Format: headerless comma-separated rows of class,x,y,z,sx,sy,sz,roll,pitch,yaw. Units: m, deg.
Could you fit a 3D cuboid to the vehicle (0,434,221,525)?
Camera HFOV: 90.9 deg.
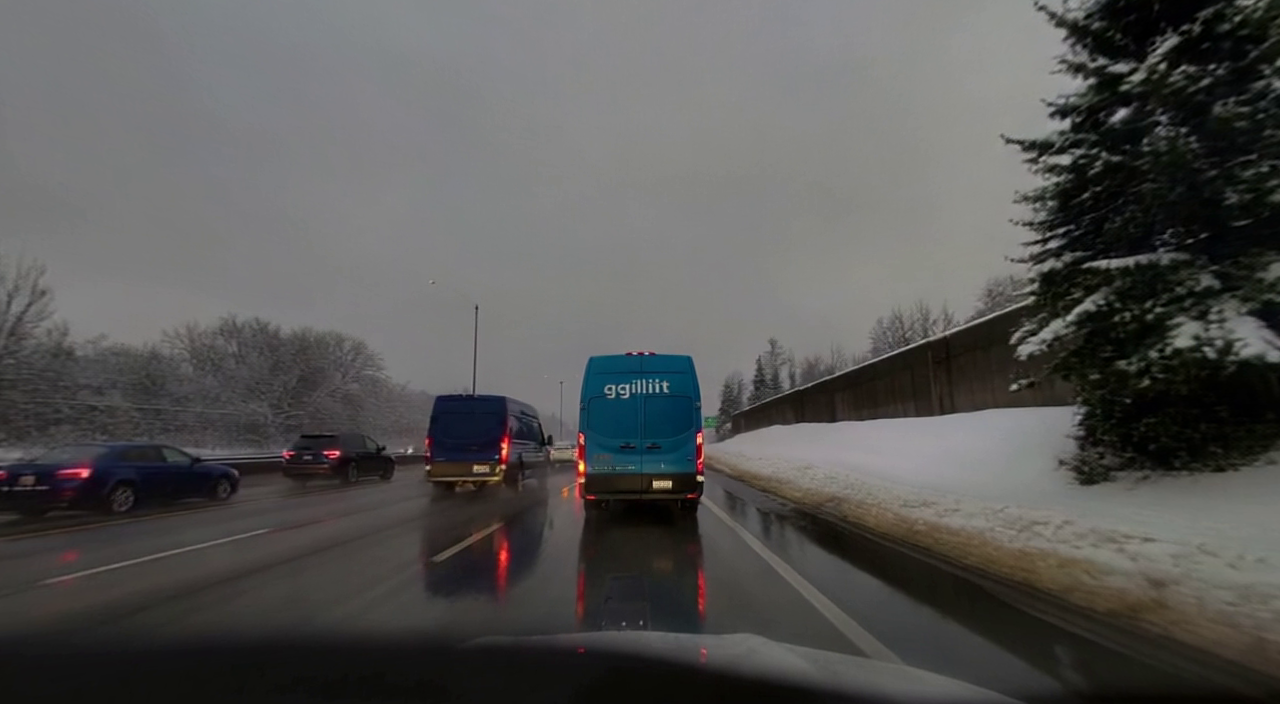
vehicle,-11.081,2.491,12.916,1.839,1.524,4.449,0,-9,2

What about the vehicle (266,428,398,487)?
vehicle,-10.780,3.735,22.576,2.061,1.846,4.852,-1,-9,3

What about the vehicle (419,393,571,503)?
vehicle,-3.504,2.534,16.761,2.729,2.439,5.418,0,-9,0

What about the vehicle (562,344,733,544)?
vehicle,0.156,1.727,11.929,2.316,2.738,6.398,0,-9,1
